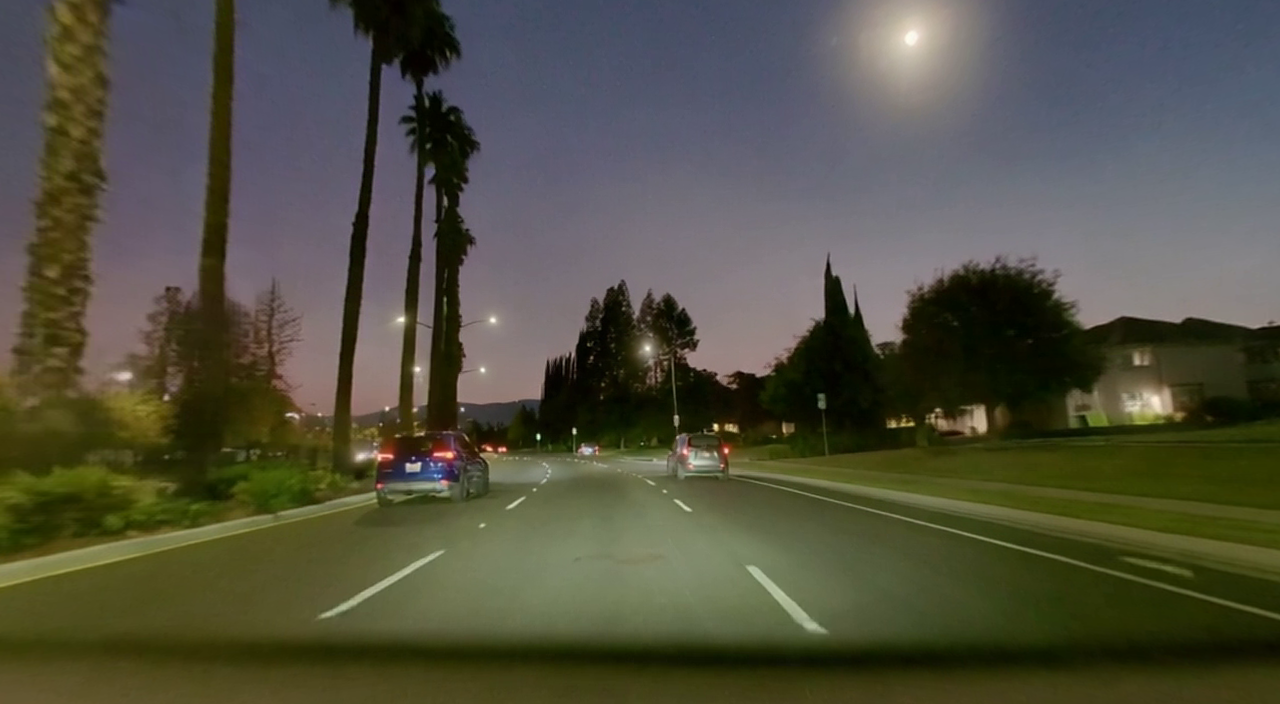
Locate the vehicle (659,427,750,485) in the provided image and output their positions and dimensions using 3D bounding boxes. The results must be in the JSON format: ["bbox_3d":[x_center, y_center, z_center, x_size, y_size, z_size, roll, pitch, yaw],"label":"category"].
[{"bbox_3d":[2.107,3.625,22.129,2.195,1.804,4.658,1,-8,-6],"label":"vehicle"}]

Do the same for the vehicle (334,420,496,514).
[{"bbox_3d":[-4.847,2.551,14.454,2.150,1.768,4.868,0,-8,-3],"label":"vehicle"}]
